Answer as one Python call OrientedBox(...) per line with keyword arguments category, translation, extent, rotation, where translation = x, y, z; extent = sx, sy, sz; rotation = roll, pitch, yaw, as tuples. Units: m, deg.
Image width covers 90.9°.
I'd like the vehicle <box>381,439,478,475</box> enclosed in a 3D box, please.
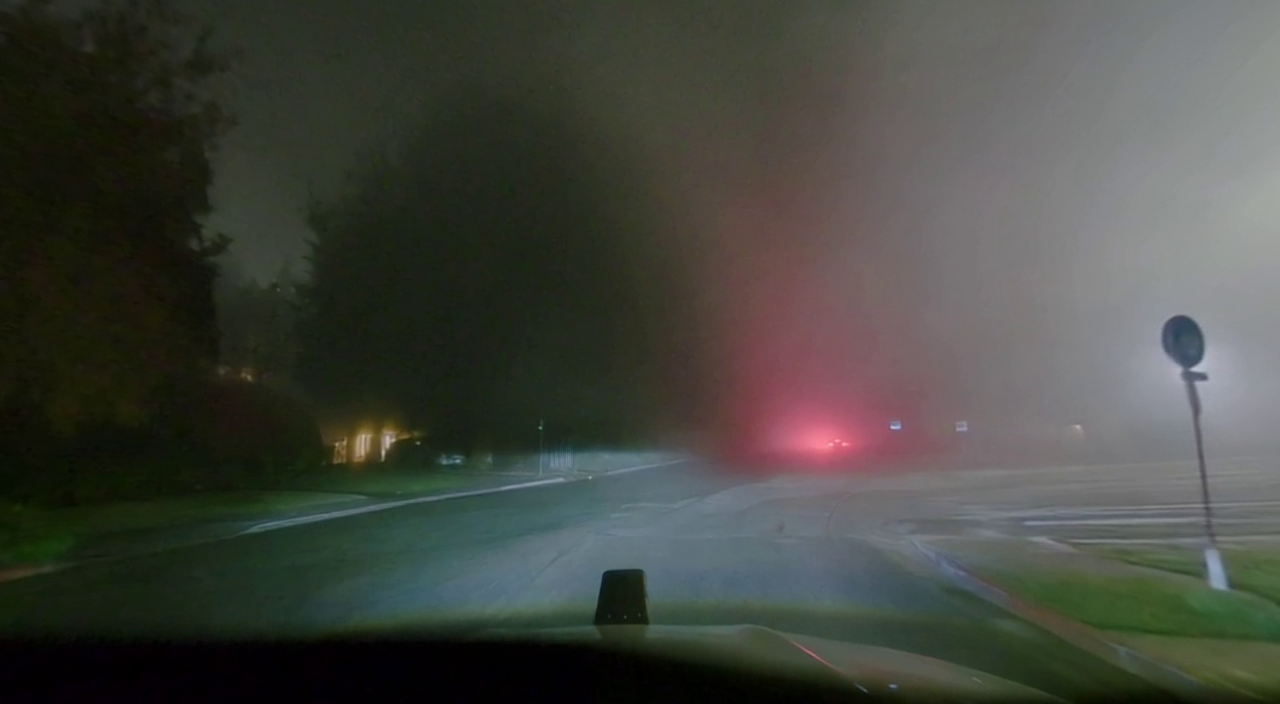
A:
OrientedBox(category="vehicle", translation=(-10.248, 5.164, 31.037), extent=(4.252, 1.681, 1.854), rotation=(2, -9, -12))
